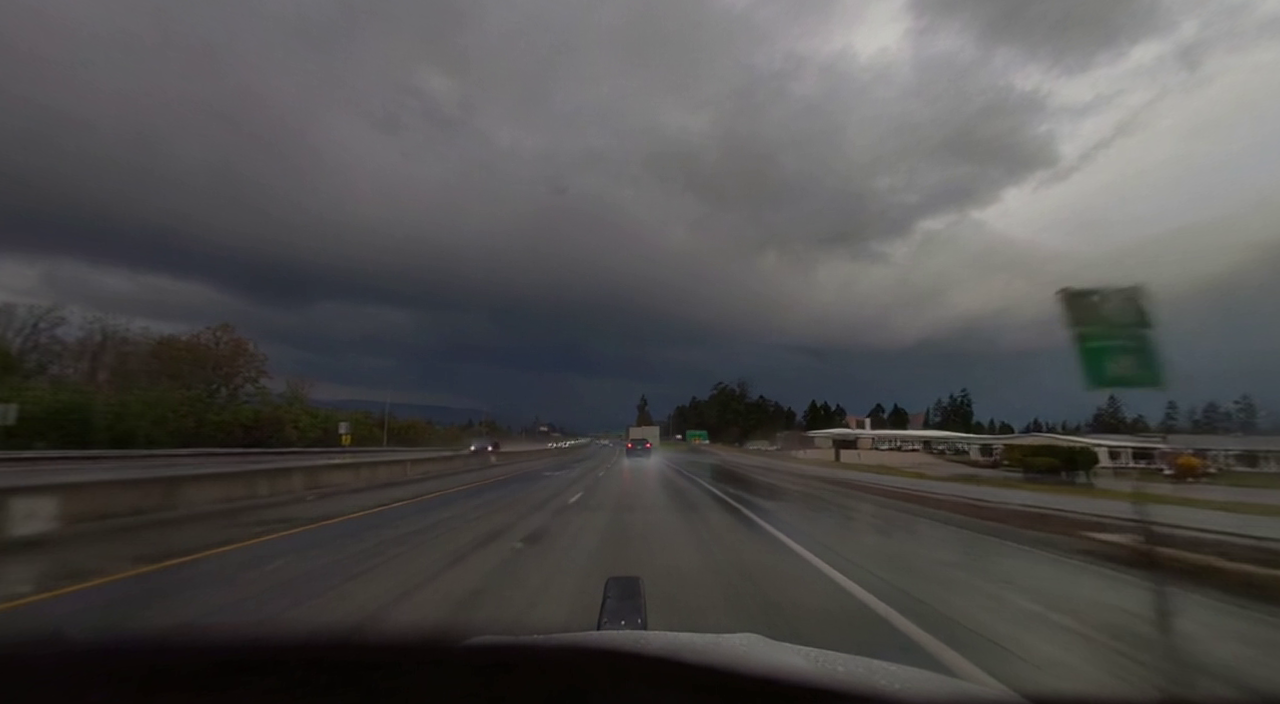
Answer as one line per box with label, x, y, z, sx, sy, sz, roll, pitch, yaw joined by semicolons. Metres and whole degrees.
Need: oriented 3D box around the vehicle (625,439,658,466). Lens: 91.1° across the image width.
vehicle;0.043;6.513;40.758;2.029;1.666;4.064;0;-8;-2
